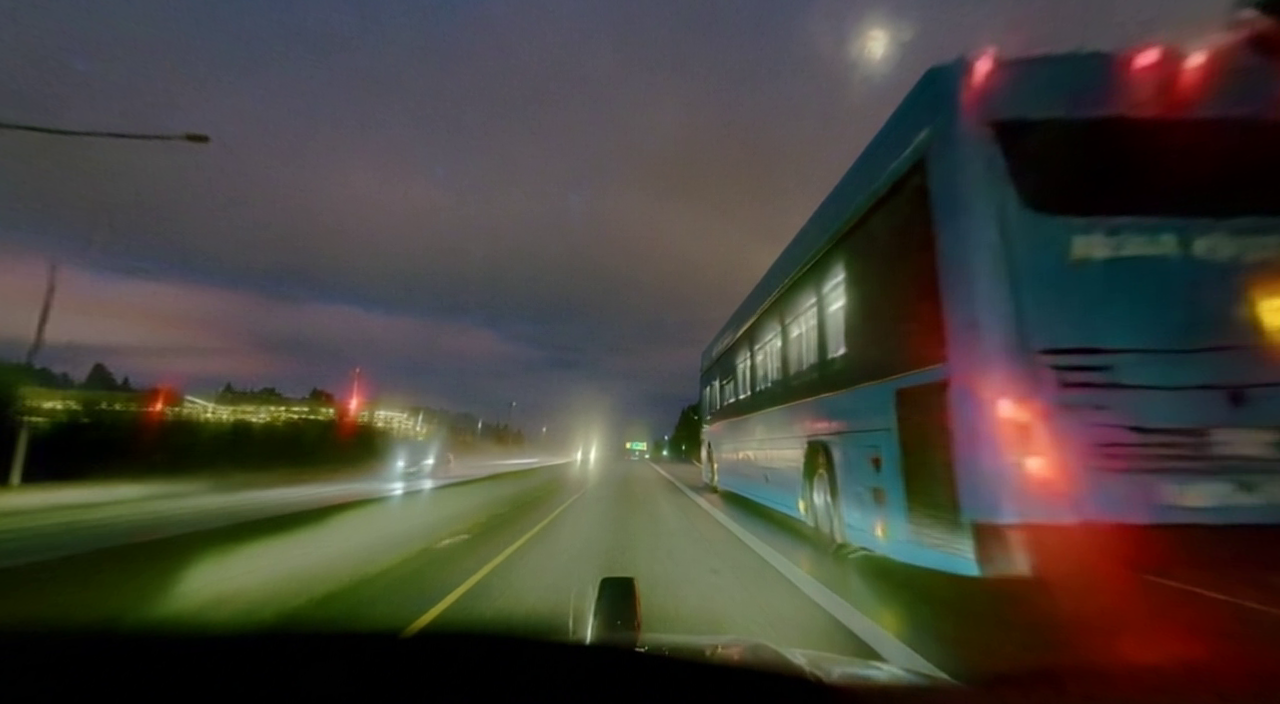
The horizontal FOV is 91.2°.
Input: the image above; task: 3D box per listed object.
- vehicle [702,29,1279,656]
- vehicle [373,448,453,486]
[{"bbox_3d":[3.606,0.845,11.085,3.277,4.084,14.213,0,-9,-1],"label":"vehicle"},{"bbox_3d":[-9.592,4.871,26.891,1.872,1.461,4.227,0,-9,0],"label":"vehicle"}]
